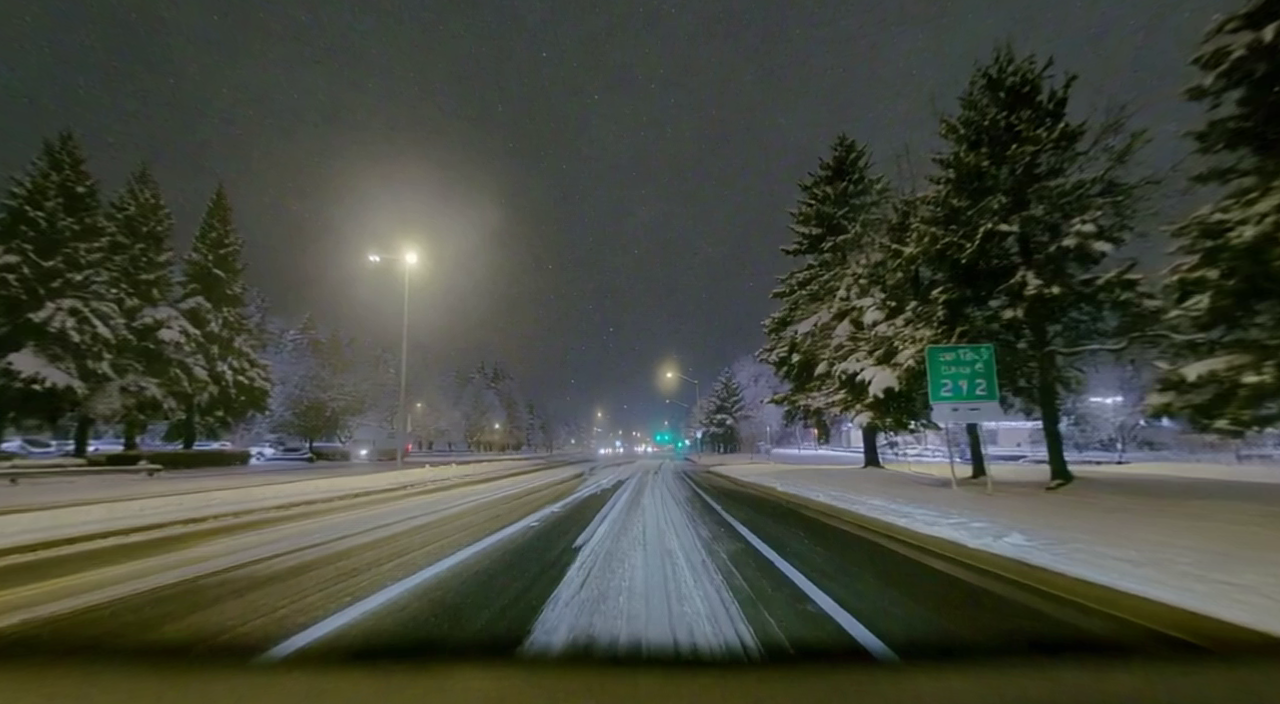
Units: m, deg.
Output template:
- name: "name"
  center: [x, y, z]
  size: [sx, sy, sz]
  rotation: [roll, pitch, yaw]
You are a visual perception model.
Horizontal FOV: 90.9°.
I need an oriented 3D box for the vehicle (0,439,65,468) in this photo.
- name: "vehicle"
  center: [-36.861, 5.970, 37.190]
  size: [4.142, 1.623, 1.888]
  rotation: [-1, -8, 4]
